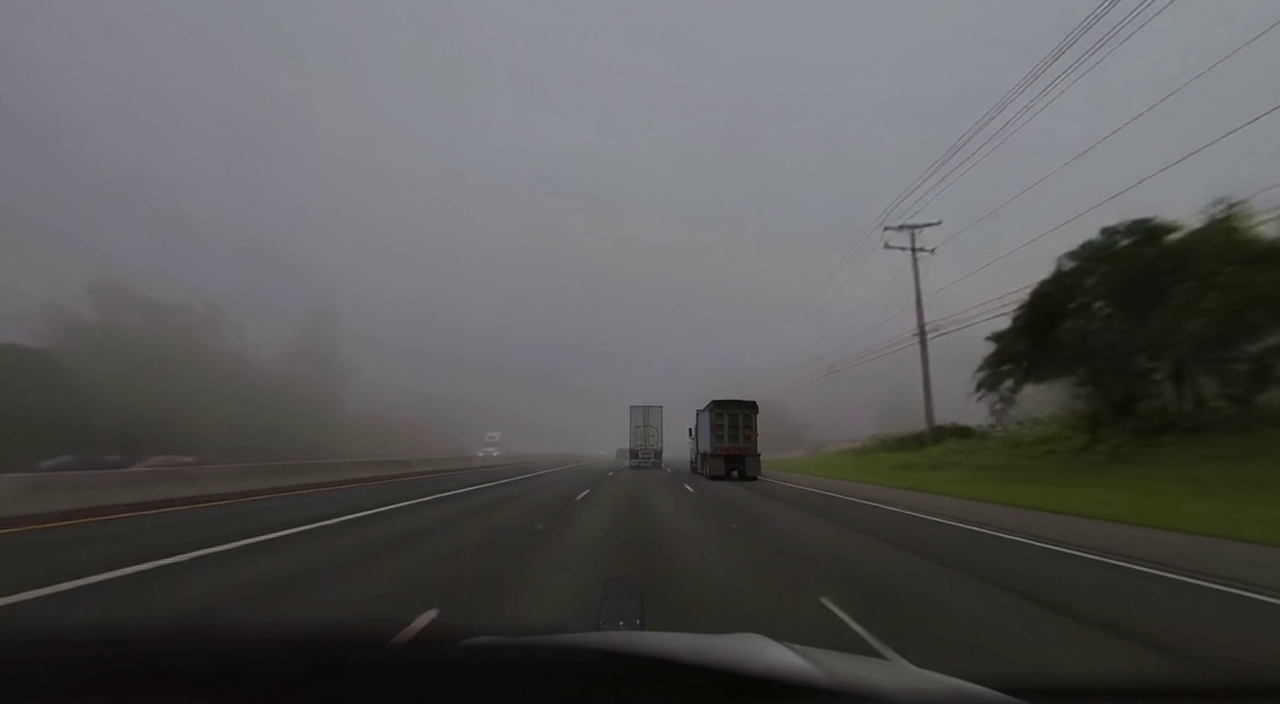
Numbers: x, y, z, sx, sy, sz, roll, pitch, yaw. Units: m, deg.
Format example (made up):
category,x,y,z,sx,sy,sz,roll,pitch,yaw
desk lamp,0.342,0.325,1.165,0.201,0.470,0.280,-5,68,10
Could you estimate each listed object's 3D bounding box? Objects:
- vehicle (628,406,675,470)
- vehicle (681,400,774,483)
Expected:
category,x,y,z,sx,sy,sz,roll,pitch,yaw
vehicle,0.621,6.592,47.035,2.997,4.076,13.224,0,-9,-1
vehicle,3.885,4.367,30.368,2.938,3.378,8.820,0,-9,-2
